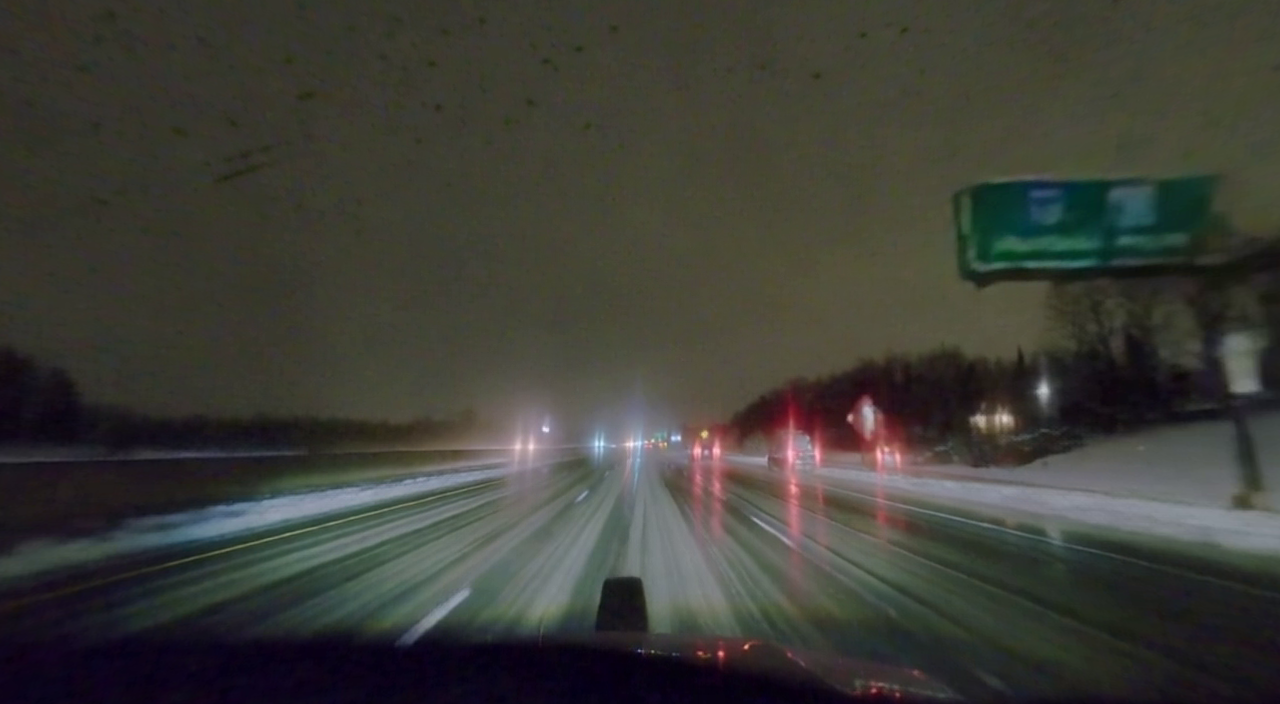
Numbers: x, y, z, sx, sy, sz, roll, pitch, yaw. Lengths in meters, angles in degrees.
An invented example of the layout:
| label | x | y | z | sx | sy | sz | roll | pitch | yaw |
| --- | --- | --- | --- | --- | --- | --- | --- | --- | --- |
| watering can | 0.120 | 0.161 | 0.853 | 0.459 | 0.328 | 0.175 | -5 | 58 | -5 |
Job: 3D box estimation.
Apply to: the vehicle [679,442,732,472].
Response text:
| label | x | y | z | sx | sy | sz | roll | pitch | yaw |
| --- | --- | --- | --- | --- | --- | --- | --- | --- | --- |
| vehicle | 3.345 | 5.463 | 33.028 | 2.193 | 1.462 | 4.533 | 0 | -8 | -1 |

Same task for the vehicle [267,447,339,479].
| label | x | y | z | sx | sy | sz | roll | pitch | yaw |
| --- | --- | --- | --- | --- | --- | --- | --- | --- | --- |
| vehicle | -21.435 | 7.055 | 40.364 | 1.997 | 1.864 | 4.728 | 0 | -8 | 0 |
